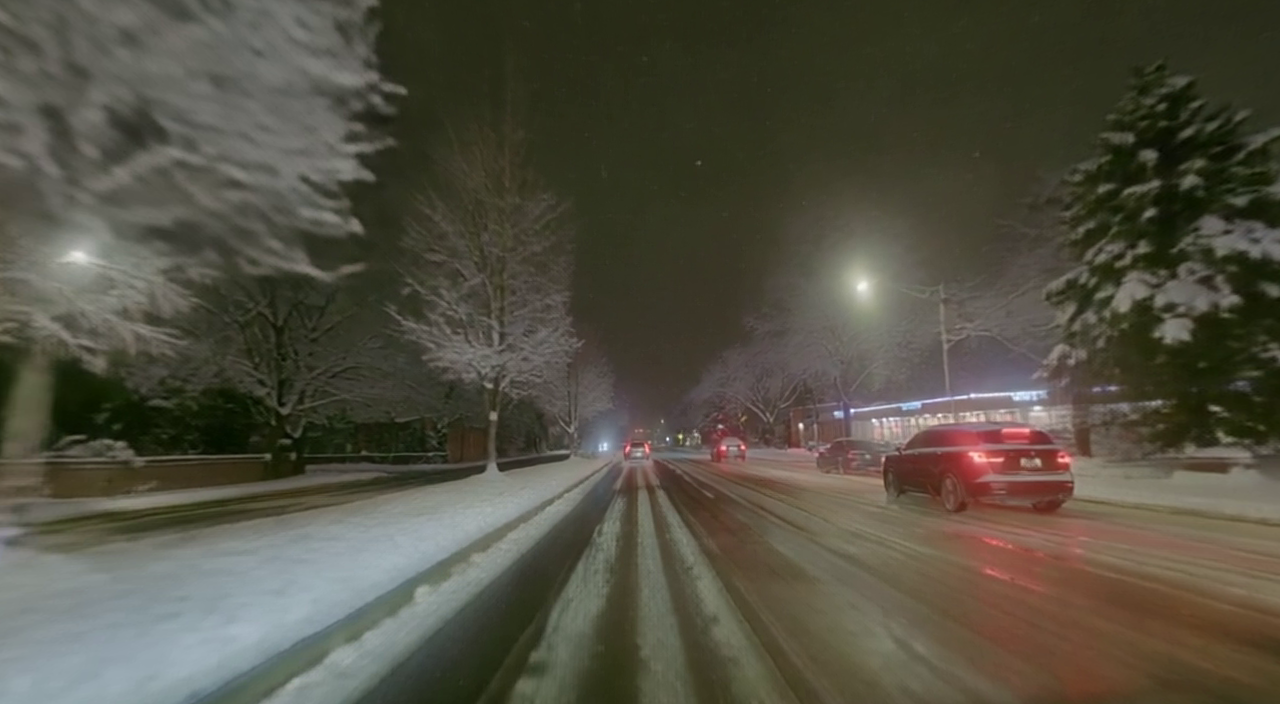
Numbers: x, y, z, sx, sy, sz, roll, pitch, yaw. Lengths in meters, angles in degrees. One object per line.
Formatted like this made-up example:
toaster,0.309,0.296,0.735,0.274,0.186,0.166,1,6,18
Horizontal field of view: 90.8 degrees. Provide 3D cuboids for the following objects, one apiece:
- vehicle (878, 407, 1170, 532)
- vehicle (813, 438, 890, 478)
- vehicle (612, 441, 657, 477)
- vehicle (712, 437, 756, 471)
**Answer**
vehicle,7.084,2.252,12.765,2.240,1.923,5.678,0,-8,-1
vehicle,10.279,5.178,31.147,1.988,1.783,5.324,0,-8,0
vehicle,-0.282,5.120,30.450,2.037,1.568,3.693,0,-8,-1
vehicle,5.415,5.941,36.961,1.955,1.845,4.538,0,-8,1
